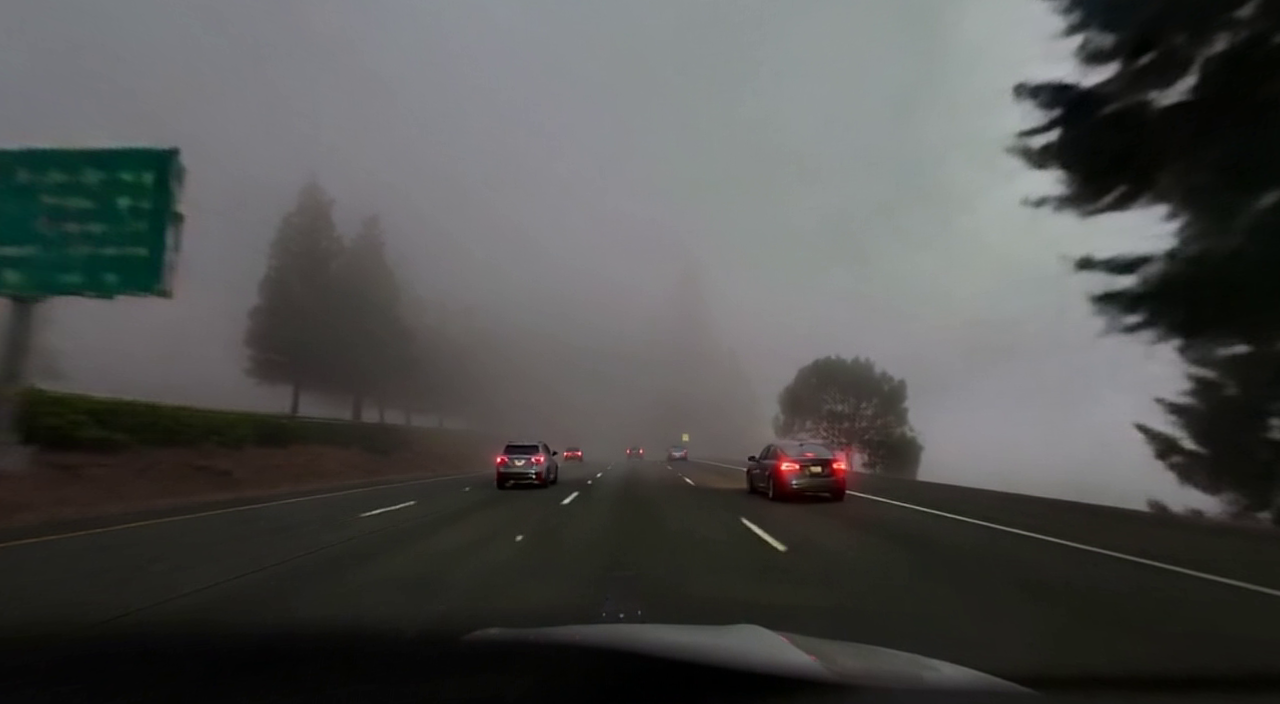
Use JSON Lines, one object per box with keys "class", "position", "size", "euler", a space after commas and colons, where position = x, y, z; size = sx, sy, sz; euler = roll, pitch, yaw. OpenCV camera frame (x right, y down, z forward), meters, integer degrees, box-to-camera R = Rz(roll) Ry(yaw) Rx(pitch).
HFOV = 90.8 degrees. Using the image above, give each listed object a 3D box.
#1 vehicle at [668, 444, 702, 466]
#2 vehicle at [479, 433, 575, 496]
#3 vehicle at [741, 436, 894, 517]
{"class": "vehicle", "position": [3.217, 7.393, 45.541], "size": [2.021, 1.447, 3.985], "euler": [0, -9, -2]}
{"class": "vehicle", "position": [-3.416, 3.514, 20.100], "size": [2.244, 1.755, 4.417], "euler": [0, -9, 0]}
{"class": "vehicle", "position": [3.598, 2.603, 13.737], "size": [1.947, 1.437, 4.345], "euler": [0, -9, -2]}
